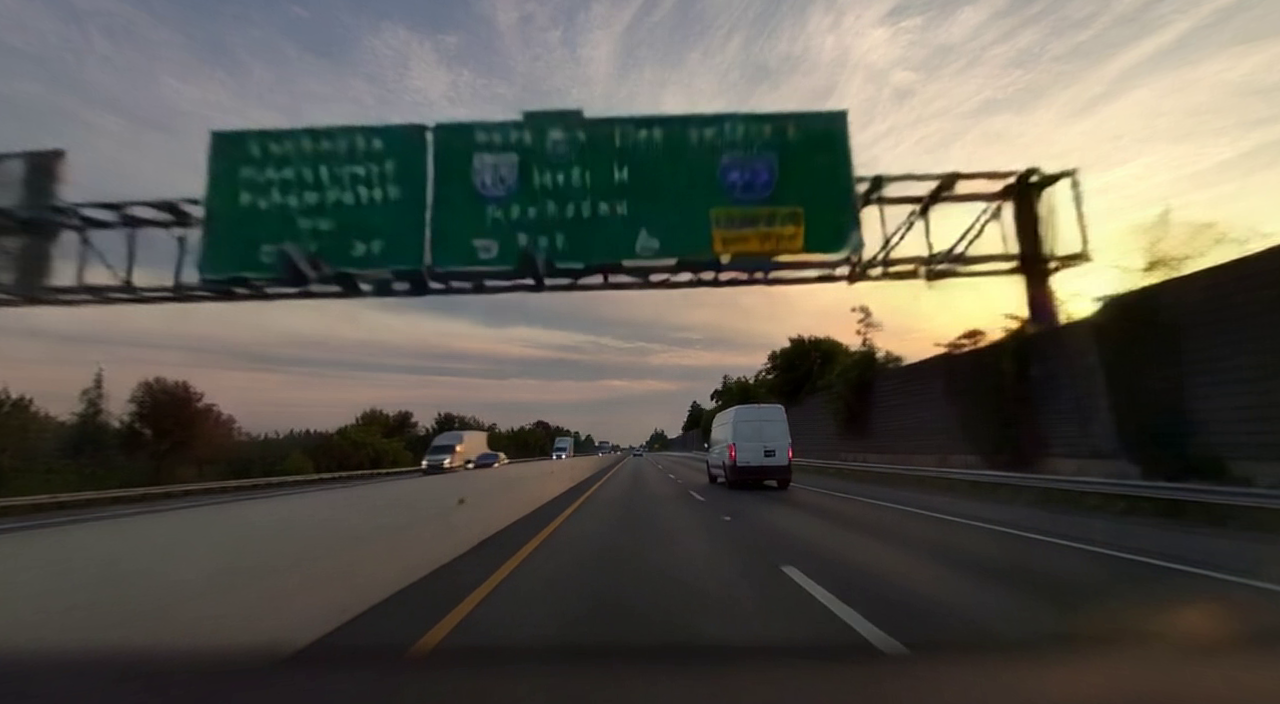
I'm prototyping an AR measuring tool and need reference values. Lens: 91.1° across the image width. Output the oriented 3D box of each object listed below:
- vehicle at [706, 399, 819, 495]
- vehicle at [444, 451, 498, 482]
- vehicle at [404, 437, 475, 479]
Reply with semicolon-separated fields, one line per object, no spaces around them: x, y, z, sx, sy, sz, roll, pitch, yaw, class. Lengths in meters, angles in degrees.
3.974;3.334;22.039;2.449;2.805;6.763;0;-9;-1;vehicle
-8.813;5.980;33.033;1.816;1.460;3.681;0;-9;0;vehicle
-12.936;6.904;41.180;2.601;2.464;6.400;0;-9;-1;vehicle
